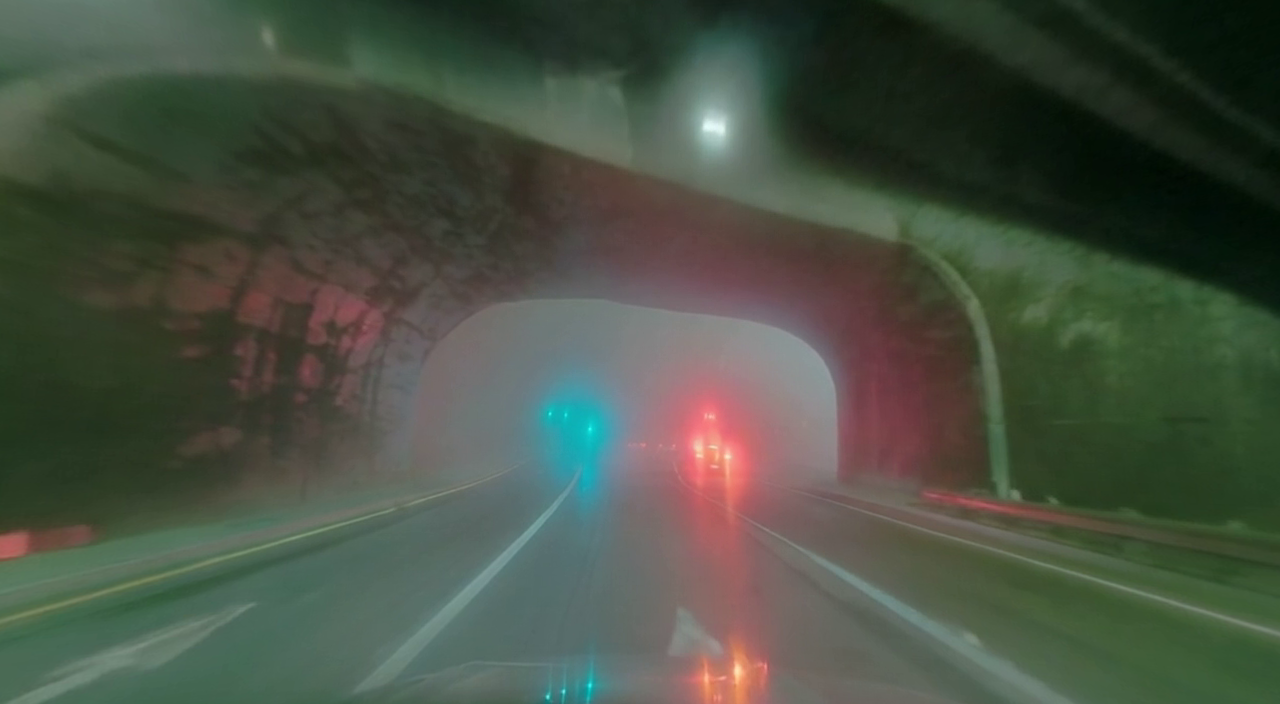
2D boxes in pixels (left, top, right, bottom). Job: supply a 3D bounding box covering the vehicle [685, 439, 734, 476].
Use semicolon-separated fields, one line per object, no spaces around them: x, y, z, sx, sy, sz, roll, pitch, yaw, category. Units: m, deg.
2.976;4.553;27.346;1.947;1.475;3.962;-1;-8;5;vehicle
